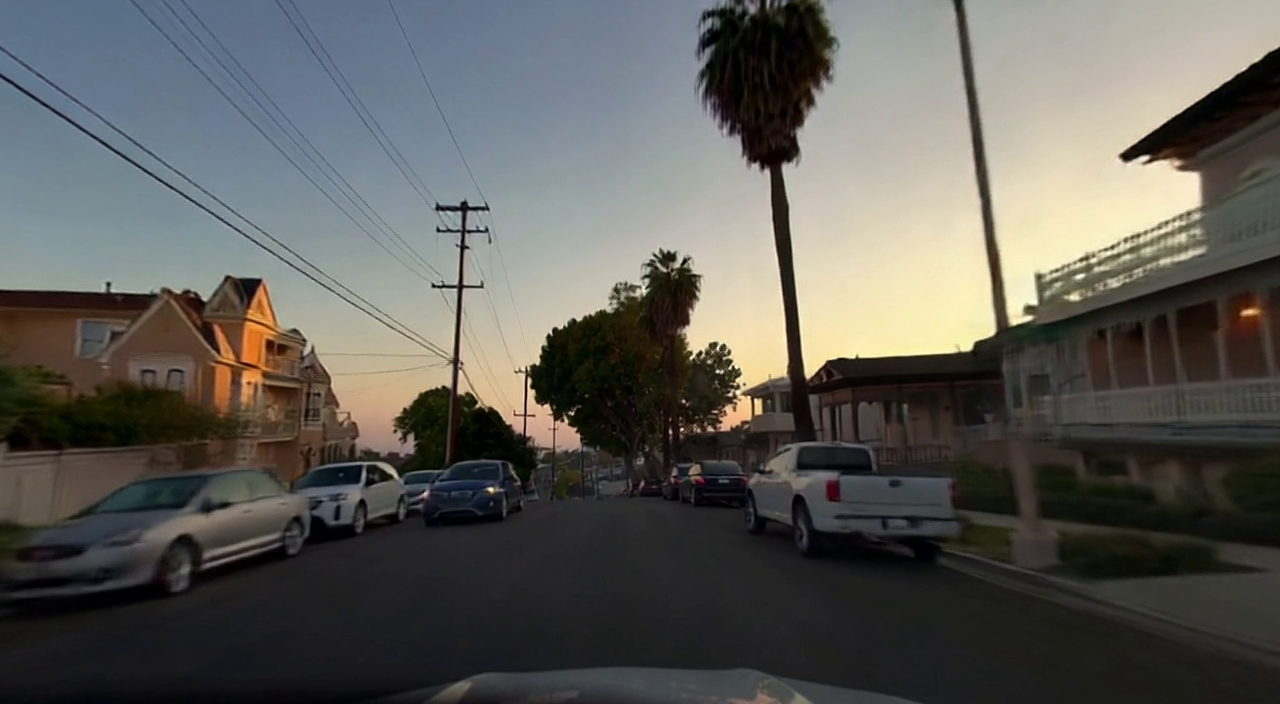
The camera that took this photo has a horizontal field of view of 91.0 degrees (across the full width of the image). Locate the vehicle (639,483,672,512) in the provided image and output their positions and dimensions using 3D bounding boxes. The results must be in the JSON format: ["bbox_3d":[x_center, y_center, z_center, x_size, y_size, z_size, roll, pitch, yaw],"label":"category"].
[{"bbox_3d":[0.895,8.952,38.961,1.756,1.455,3.965,0,-8,-3],"label":"vehicle"}]

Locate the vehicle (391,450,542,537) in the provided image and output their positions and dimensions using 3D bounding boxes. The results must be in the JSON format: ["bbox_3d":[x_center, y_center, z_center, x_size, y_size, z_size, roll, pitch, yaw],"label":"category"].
[{"bbox_3d":[-3.482,2.911,13.646,2.060,1.483,4.574,0,-8,-1],"label":"vehicle"}]

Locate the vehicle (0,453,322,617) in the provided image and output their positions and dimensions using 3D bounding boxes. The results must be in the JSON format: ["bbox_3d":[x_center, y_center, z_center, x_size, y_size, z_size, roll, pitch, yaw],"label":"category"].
[{"bbox_3d":[-6.184,2.160,8.461,1.889,1.499,4.468,1,-8,-6],"label":"vehicle"}]

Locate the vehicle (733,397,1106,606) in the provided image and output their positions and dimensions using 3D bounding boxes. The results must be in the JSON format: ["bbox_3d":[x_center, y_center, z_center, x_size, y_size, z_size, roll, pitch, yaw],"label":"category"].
[{"bbox_3d":[3.211,1.886,9.219,2.358,2.008,5.957,0,-8,-4],"label":"vehicle"}]

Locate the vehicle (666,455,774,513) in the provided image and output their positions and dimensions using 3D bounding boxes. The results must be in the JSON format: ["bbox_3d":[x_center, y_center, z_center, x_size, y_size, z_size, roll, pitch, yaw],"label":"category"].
[{"bbox_3d":[2.308,4.001,19.597,2.212,1.476,4.678,1,-8,-7],"label":"vehicle"}]
